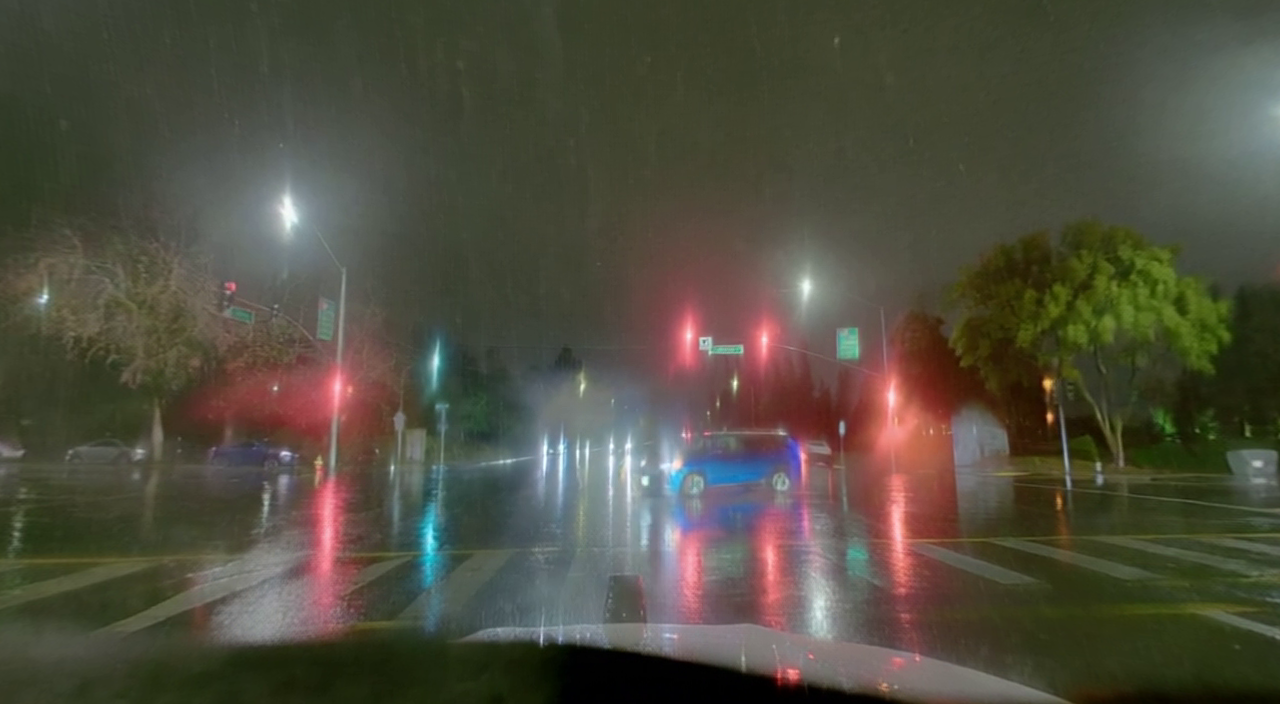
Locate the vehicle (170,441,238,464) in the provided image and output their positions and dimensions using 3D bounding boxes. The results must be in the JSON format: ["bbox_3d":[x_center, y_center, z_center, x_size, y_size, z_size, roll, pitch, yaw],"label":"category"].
[{"bbox_3d":[-29.114,6.698,42.045,1.696,1.431,3.686,-1,-8,3],"label":"vehicle"}]

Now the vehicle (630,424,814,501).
[{"bbox_3d":[2.231,2.898,16.866,4.580,1.768,2.134,5,-10,-32],"label":"vehicle"}]
